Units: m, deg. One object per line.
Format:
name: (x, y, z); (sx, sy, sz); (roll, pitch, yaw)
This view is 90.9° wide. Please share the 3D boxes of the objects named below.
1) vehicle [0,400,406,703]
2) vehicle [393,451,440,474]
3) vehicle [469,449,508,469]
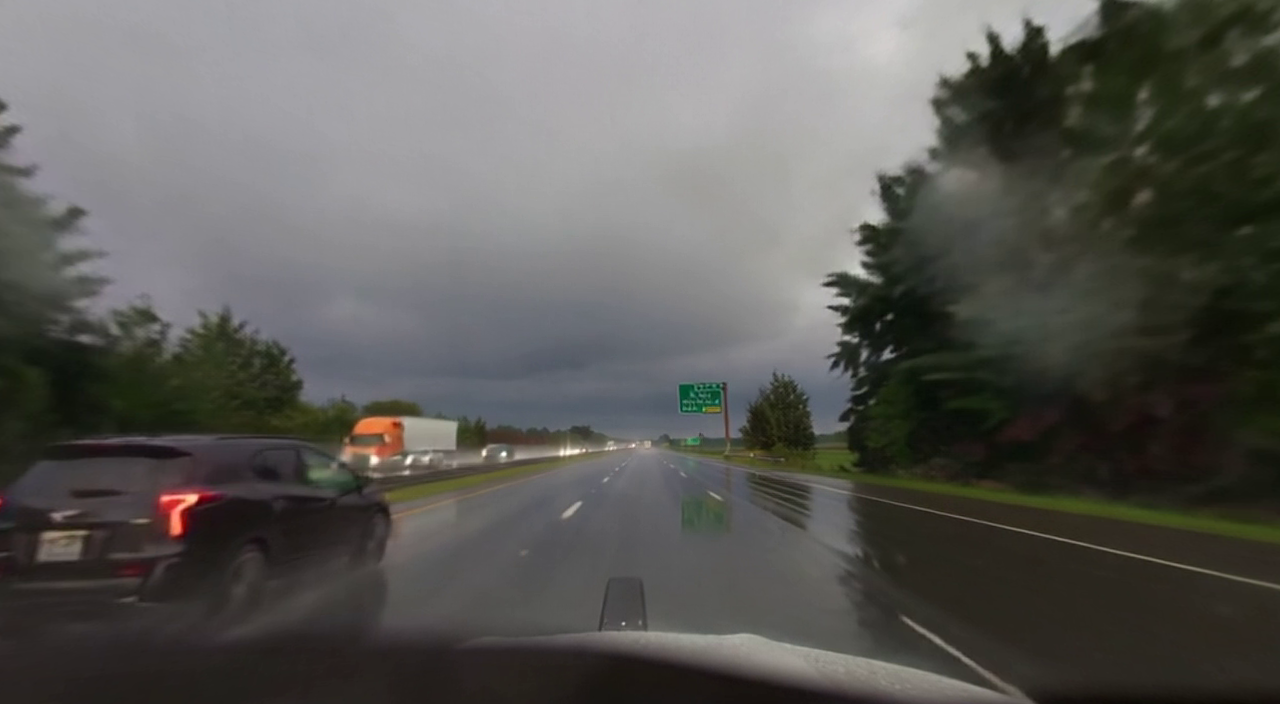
vehicle: (-3.514, 1.282, 4.887); (1.815, 1.500, 4.036); (0, -9, 0)
vehicle: (-14.851, 7.354, 42.069); (1.738, 1.406, 3.621); (0, -9, 1)
vehicle: (-11.166, 7.908, 46.748); (1.921, 1.444, 3.819); (0, -9, 0)
